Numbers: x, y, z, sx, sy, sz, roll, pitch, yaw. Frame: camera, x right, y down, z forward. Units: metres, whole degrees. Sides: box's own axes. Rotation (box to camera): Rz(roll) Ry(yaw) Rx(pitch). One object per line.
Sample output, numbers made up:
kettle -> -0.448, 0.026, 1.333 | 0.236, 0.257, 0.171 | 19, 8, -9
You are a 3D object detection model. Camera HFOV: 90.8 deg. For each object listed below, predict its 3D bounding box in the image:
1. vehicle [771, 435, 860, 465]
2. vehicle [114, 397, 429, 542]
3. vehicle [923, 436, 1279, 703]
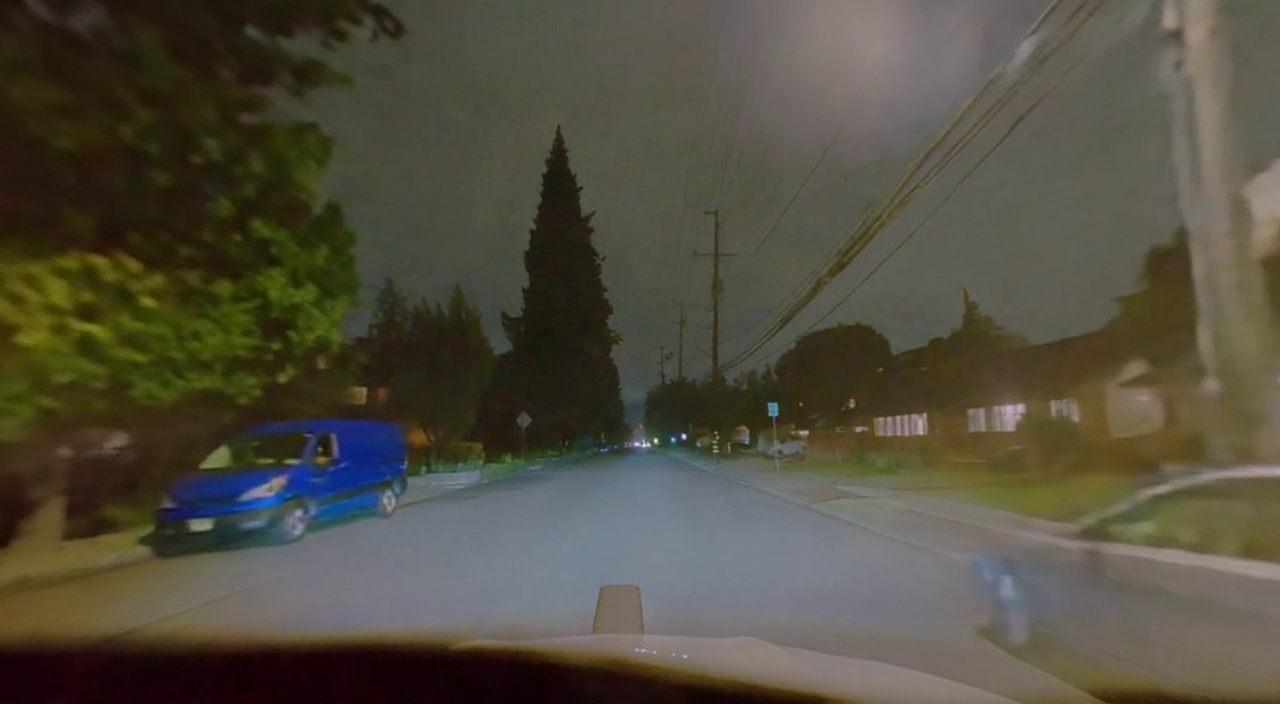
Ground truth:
vehicle -> 10.743, 6.035, 38.915 | 4.902, 1.794, 1.975 | -1, -8, 3
vehicle -> -5.820, 1.976, 11.090 | 2.263, 1.915, 5.071 | -1, -9, 3
vehicle -> 3.239, 1.067, 2.525 | 1.944, 1.439, 4.500 | 0, -8, -3
